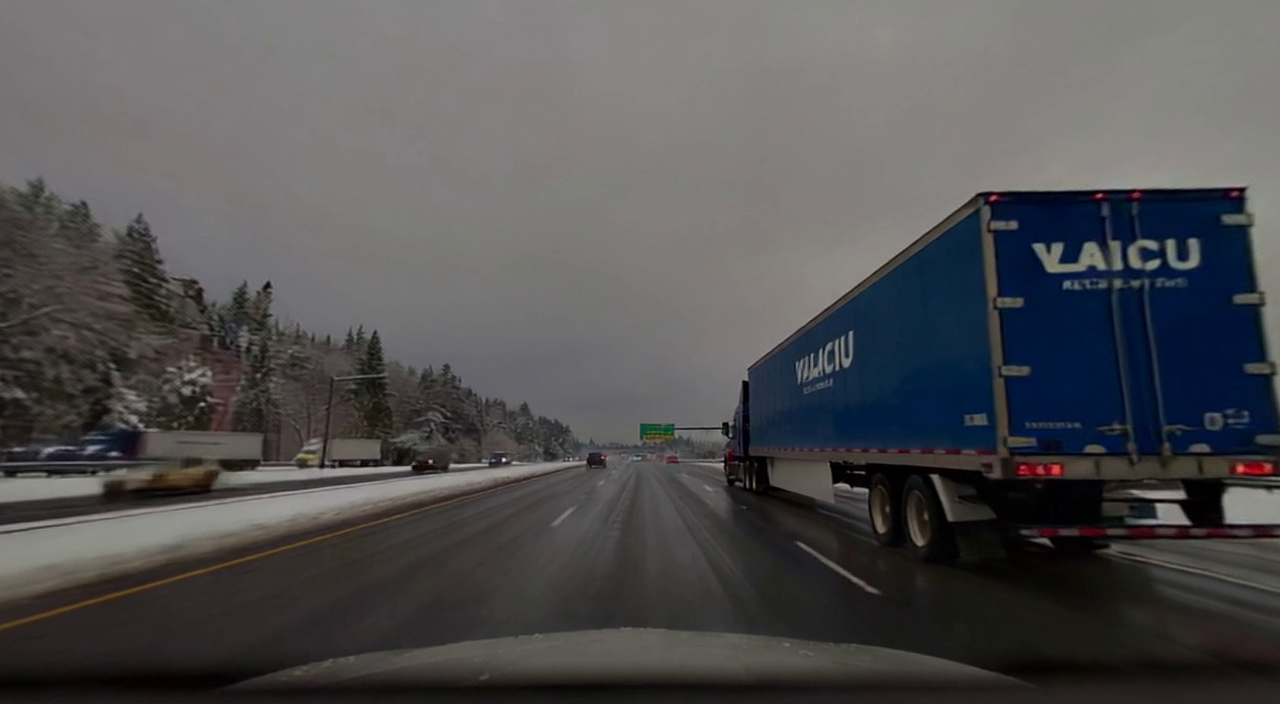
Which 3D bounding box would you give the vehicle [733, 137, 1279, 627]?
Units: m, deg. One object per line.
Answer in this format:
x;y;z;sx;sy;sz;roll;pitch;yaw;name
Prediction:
4.446;1.205;12.270;2.847;4.075;14.244;0;-9;-1;vehicle

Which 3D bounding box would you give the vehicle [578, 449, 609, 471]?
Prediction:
-3.568;8.334;49.011;2.107;1.626;4.804;0;-9;0;vehicle
